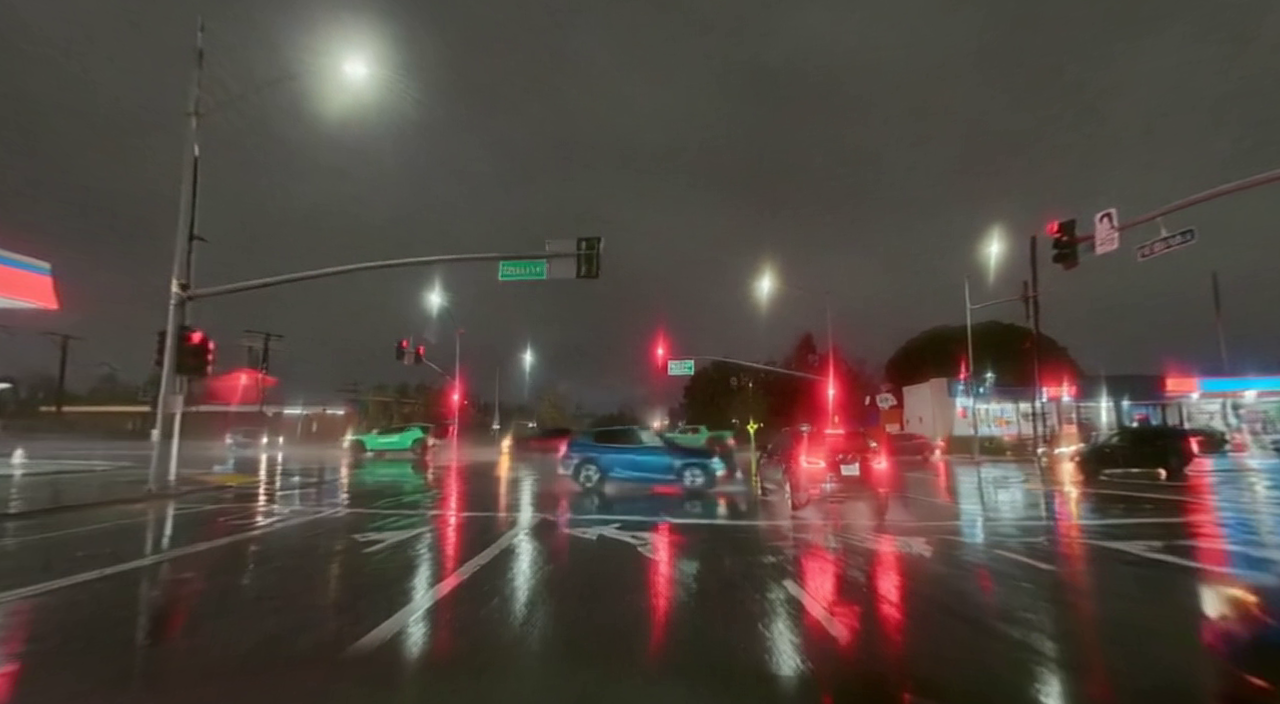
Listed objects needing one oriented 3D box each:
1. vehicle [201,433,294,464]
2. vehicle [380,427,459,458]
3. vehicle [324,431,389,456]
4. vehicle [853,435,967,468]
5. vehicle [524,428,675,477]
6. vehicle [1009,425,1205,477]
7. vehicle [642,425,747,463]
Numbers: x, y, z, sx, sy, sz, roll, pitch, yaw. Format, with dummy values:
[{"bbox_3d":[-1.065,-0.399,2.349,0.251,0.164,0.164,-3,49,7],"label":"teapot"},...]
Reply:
[{"bbox_3d":[-19.811,4.875,31.857,4.670,1.458,1.959,-5,-10,31],"label":"vehicle"},{"bbox_3d":[-13.046,5.363,37.313,4.311,1.742,1.864,-4,-10,26],"label":"vehicle"},{"bbox_3d":[-20.373,6.612,45.373,4.433,1.717,1.839,-5,-10,27],"label":"vehicle"},{"bbox_3d":[13.090,4.851,30.790,4.792,1.467,1.831,-6,-10,32],"label":"vehicle"},{"bbox_3d":[-1.406,3.357,21.195,4.806,1.482,1.862,-5,-10,29],"label":"vehicle"},{"bbox_3d":[14.757,3.179,20.378,4.681,1.495,2.096,-4,-10,26],"label":"vehicle"},{"bbox_3d":[2.522,4.346,29.679,4.562,1.676,1.819,-4,-10,26],"label":"vehicle"}]
